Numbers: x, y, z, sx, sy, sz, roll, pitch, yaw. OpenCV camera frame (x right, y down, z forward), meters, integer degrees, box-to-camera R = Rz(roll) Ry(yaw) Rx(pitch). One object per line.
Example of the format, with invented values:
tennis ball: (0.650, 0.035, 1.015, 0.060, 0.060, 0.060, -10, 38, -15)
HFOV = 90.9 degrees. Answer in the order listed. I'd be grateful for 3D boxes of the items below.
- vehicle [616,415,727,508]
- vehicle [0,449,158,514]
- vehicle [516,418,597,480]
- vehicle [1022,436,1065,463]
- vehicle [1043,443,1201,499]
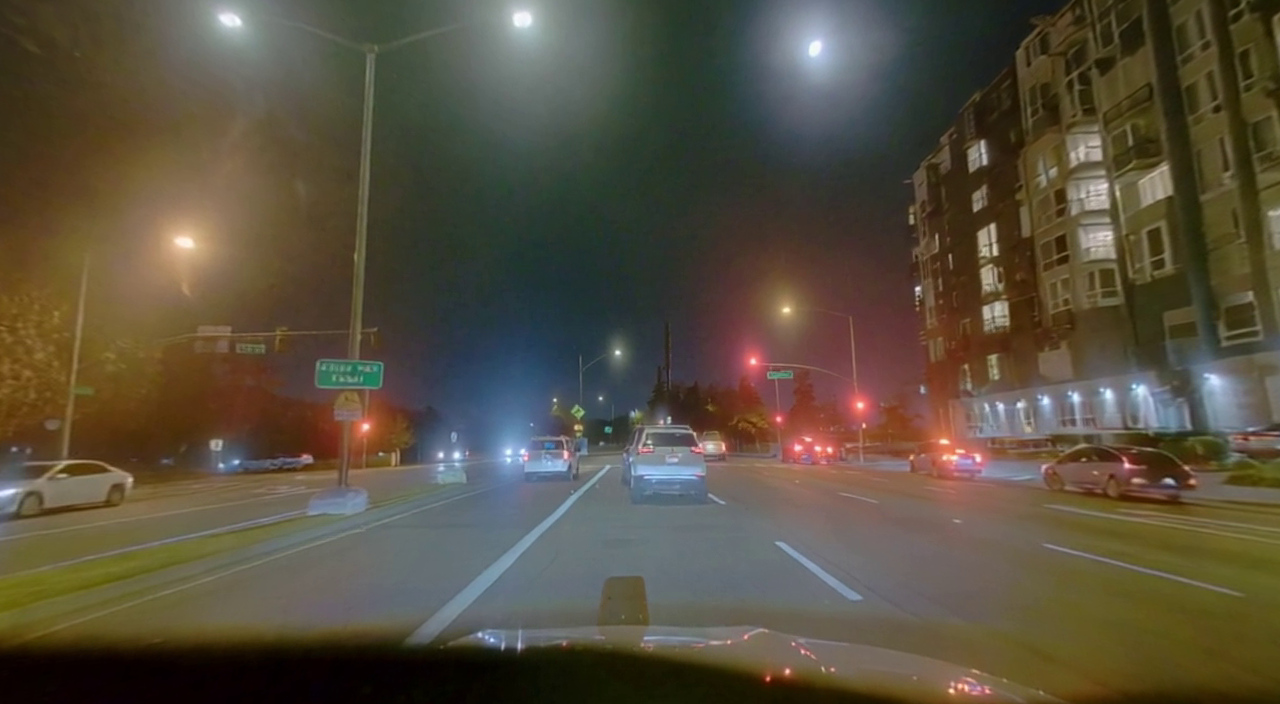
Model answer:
vehicle: (0.590, 2.503, 14.725, 2.222, 1.841, 4.031, 0, -8, -1)
vehicle: (-15.465, 3.352, 16.887, 1.993, 1.462, 4.586, 1, -8, -9)
vehicle: (-3.047, 3.727, 24.340, 2.396, 2.143, 4.824, 0, -8, 1)
vehicle: (23.270, 5.633, 36.492, 1.693, 1.480, 3.653, -5, -9, 27)
vehicle: (14.107, 3.470, 18.769, 1.706, 1.474, 3.761, 0, -8, 0)
